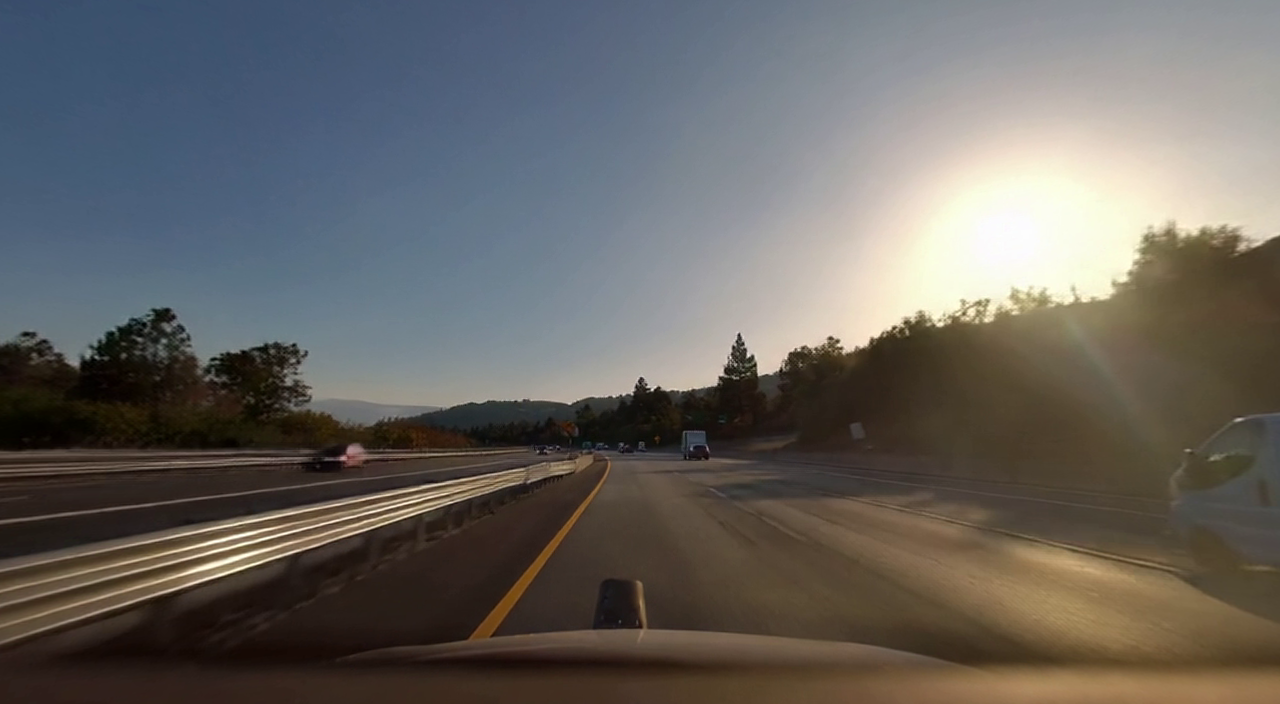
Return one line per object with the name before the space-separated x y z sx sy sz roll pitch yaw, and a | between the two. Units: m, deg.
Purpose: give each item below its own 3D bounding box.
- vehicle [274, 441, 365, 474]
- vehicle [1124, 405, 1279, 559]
vehicle | -16.083 5.307 31.784 2.086 1.528 4.789 -1 -9 0
vehicle | 8.101 1.428 6.919 1.994 1.696 4.264 0 -9 -1
